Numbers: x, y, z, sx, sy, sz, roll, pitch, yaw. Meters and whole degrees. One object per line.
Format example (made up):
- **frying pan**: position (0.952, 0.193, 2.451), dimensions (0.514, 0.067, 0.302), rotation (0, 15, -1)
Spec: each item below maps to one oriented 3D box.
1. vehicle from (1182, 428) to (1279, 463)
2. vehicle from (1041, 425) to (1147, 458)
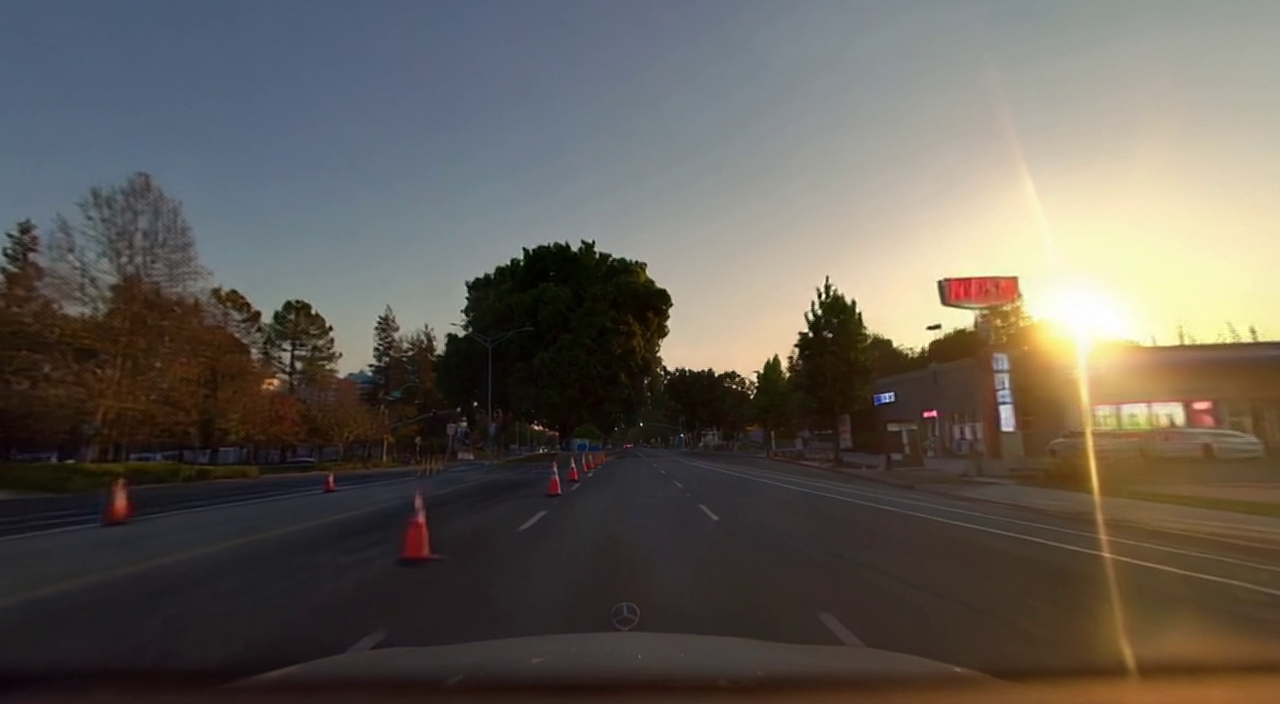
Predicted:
- **vehicle**: position (29.877, 4.692, 31.688), dimensions (1.784, 1.567, 3.930), rotation (-2, -9, -1)
- **vehicle**: position (20.828, 4.123, 29.074), dimensions (3.526, 1.430, 1.698), rotation (0, -9, 1)
